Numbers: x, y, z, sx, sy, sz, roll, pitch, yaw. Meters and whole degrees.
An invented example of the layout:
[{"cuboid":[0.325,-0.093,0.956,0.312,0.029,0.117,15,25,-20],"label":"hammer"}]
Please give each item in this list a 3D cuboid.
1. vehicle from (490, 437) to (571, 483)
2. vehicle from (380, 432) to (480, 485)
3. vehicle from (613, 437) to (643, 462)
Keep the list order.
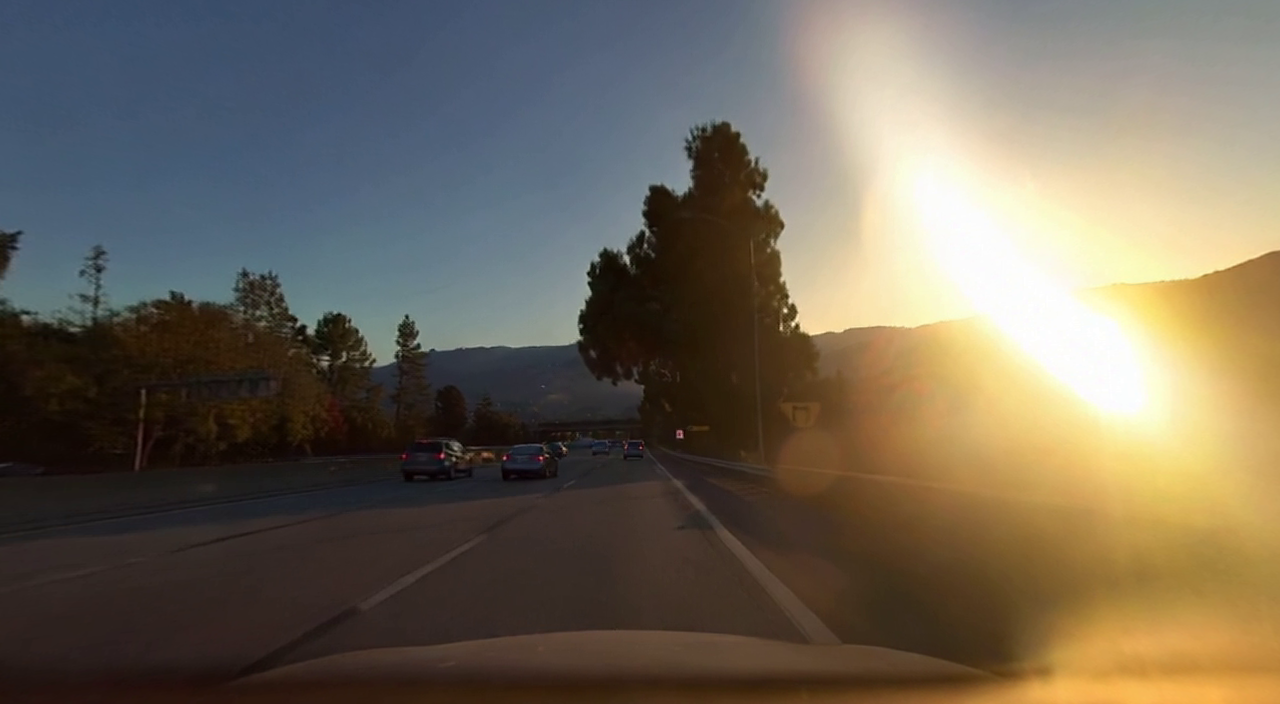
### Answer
[{"cuboid":[-4.032,4.088,24.168,2.102,1.562,4.884,-1,-9,2],"label":"vehicle"},{"cuboid":[-7.819,3.992,24.047,2.091,1.795,4.617,-1,-9,2],"label":"vehicle"},{"cuboid":[-0.880,7.425,48.209,2.179,1.742,4.396,0,-8,0],"label":"vehicle"}]
